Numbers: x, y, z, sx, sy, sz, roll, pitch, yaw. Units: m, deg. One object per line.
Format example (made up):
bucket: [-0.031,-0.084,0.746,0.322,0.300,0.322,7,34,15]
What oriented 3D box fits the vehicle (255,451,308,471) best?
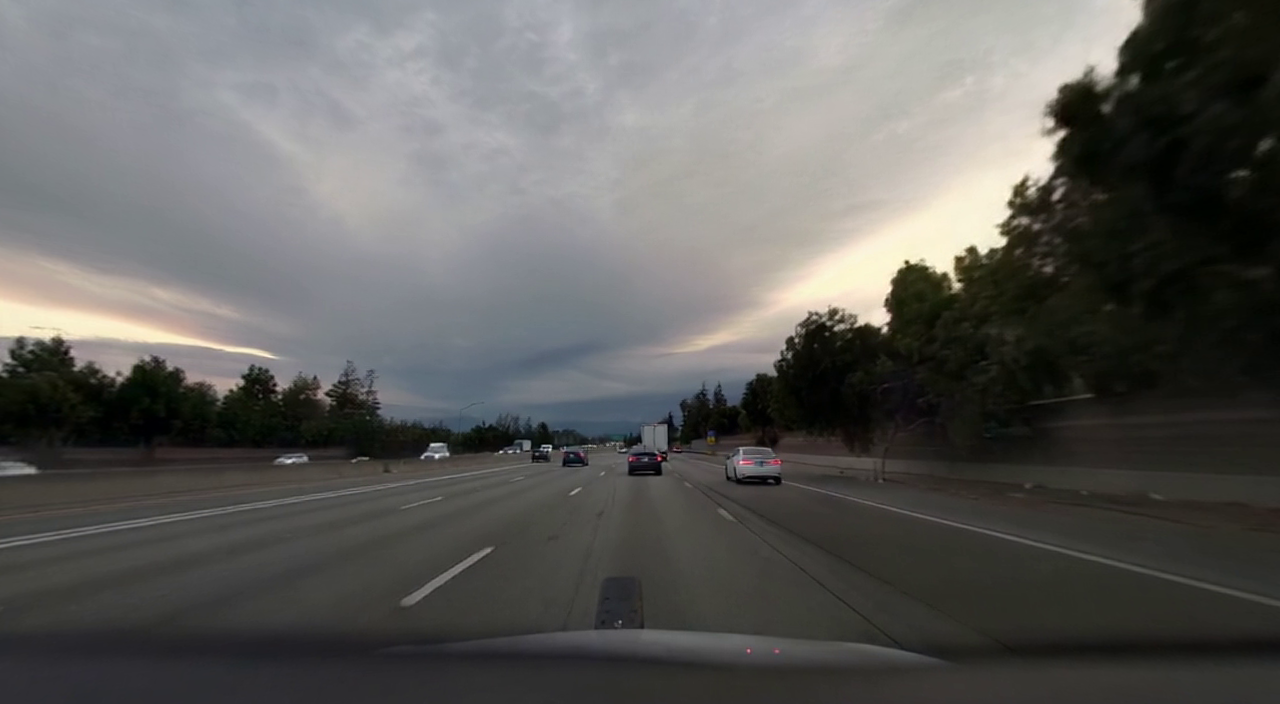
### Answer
vehicle: [-26.609,8.091,47.022,1.813,1.448,3.521,0,-8,1]

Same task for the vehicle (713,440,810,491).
vehicle: [3.831,3.663,20.786,2.146,1.482,4.665,0,-8,-2]

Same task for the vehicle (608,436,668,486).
vehicle: [-0.103,4.143,24.366,2.103,1.717,4.399,0,-8,-1]

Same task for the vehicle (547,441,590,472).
vehicle: [-4.100,6.080,36.970,1.988,1.696,4.754,0,-8,0]
